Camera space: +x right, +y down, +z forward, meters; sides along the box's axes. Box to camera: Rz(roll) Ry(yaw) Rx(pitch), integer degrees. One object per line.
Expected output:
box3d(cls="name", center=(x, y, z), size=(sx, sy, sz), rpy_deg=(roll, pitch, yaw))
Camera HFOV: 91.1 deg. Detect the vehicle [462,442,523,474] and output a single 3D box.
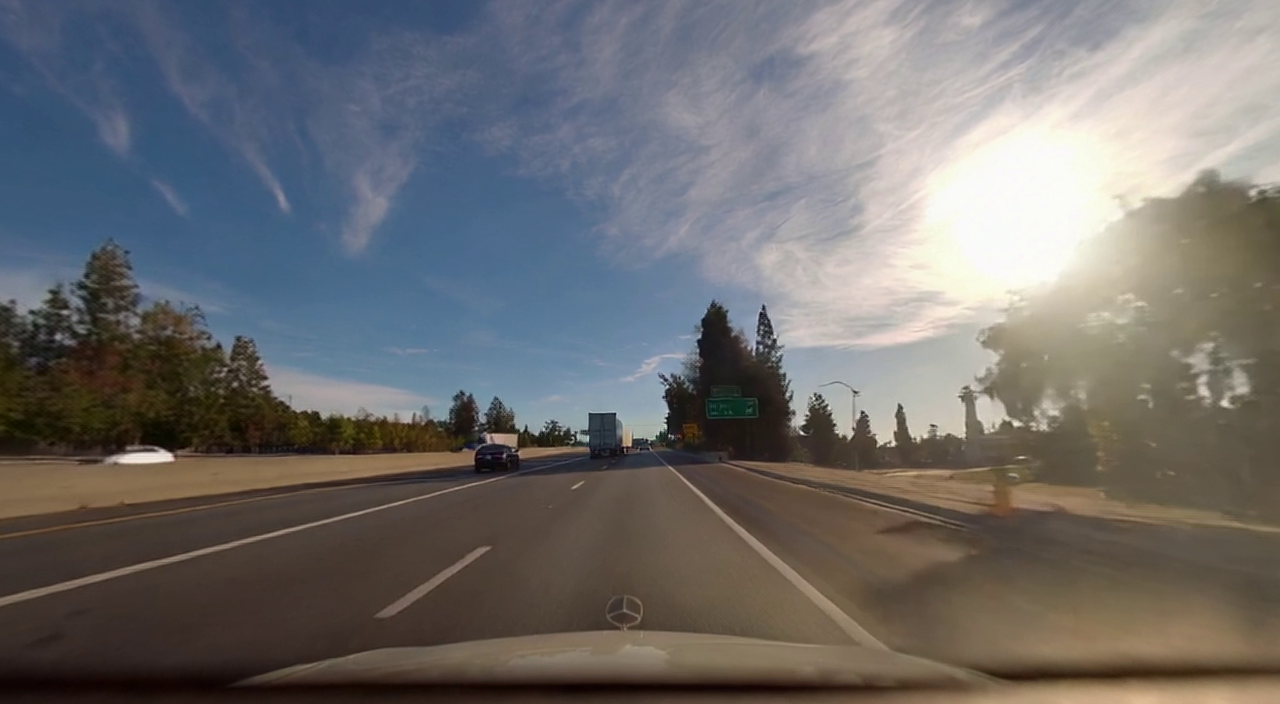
box3d(cls="vehicle", center=(-7.452, 5.391, 32.190), size=(1.901, 1.467, 4.629), rpy_deg=(-1, -8, 2))
